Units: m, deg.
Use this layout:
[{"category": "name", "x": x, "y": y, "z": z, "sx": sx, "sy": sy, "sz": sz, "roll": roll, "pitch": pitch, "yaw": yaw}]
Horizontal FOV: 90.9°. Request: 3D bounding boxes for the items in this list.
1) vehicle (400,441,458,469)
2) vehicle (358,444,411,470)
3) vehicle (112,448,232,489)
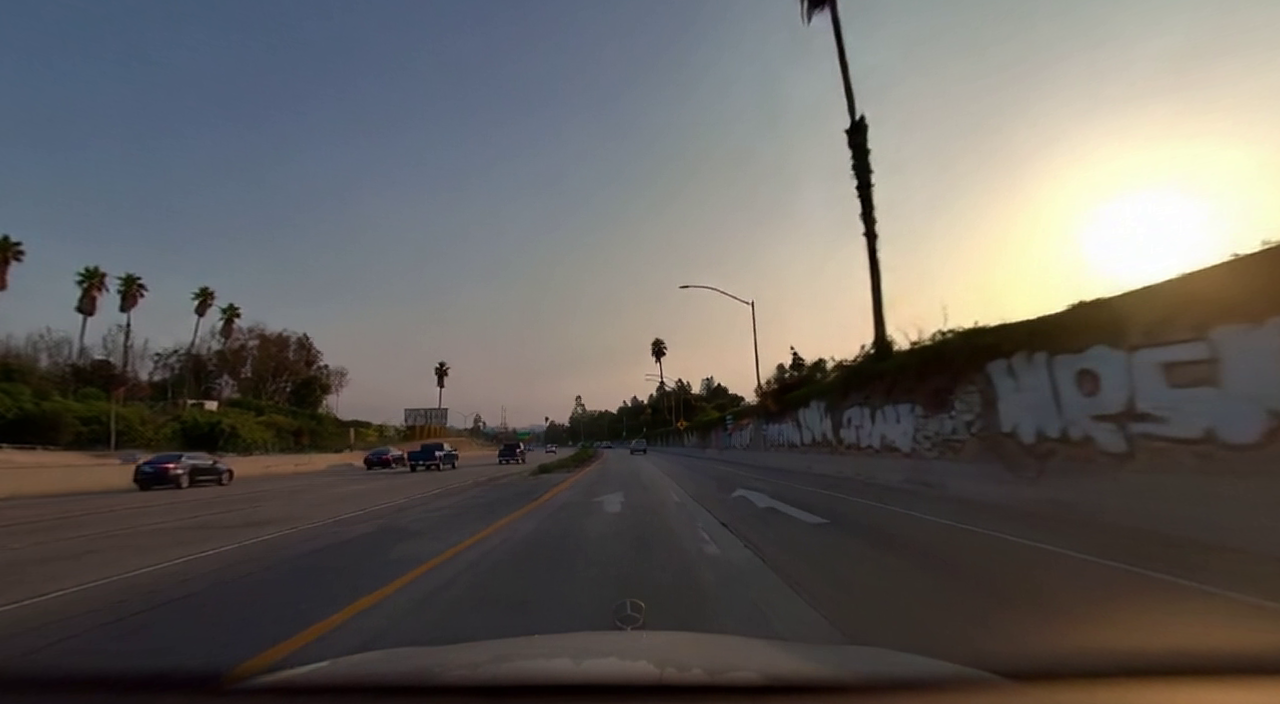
[{"category": "vehicle", "x": -15.336, "y": 7.505, "z": 46.235, "sx": 2.272, "sy": 1.882, "sz": 5.941, "roll": 0, "pitch": -9, "yaw": -1}, {"category": "vehicle", "x": -19.210, "y": 7.879, "z": 47.639, "sx": 2.078, "sy": 1.802, "sz": 4.723, "roll": 0, "pitch": -9, "yaw": -1}, {"category": "vehicle", "x": -23.033, "y": 5.703, "z": 31.368, "sx": 2.158, "sy": 1.795, "sz": 5.013, "roll": 0, "pitch": -9, "yaw": 0}]
